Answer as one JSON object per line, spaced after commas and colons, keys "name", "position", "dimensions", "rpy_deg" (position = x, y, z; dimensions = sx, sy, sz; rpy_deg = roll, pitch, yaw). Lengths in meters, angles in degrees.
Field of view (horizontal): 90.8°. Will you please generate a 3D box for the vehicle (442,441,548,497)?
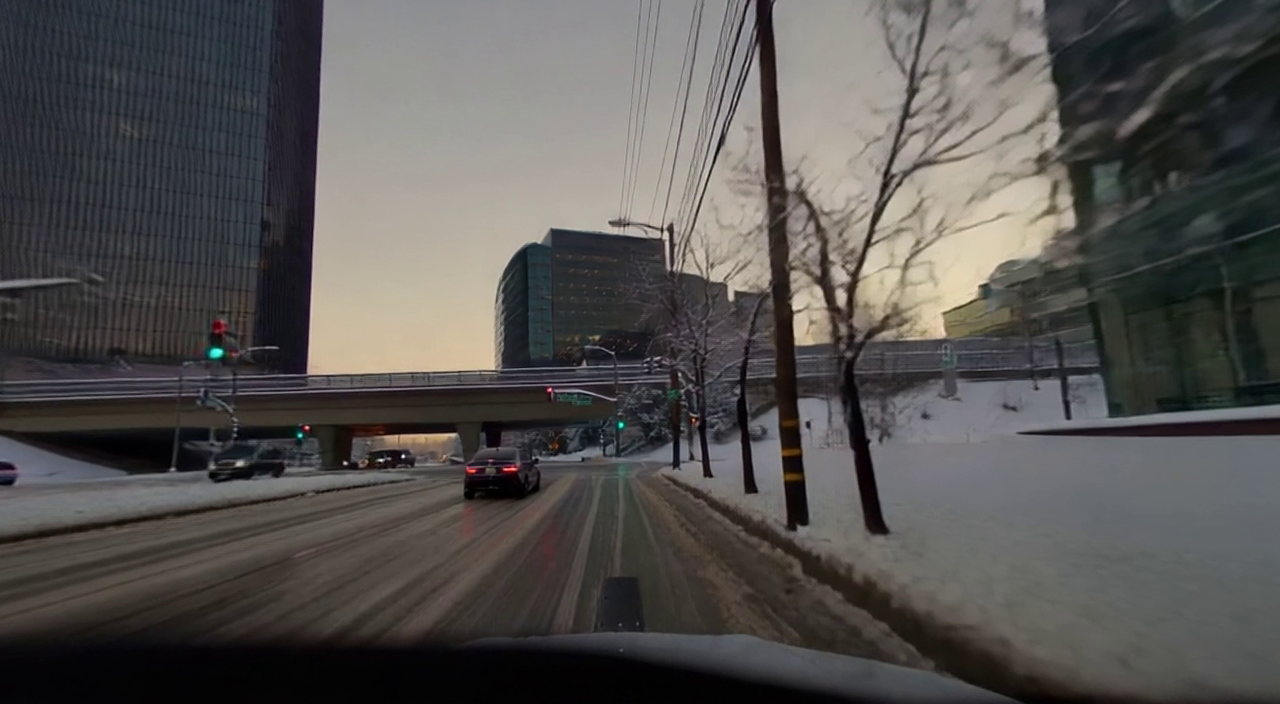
{"name": "vehicle", "position": [-4.129, 3.429, 18.867], "dimensions": [2.154, 1.465, 4.532], "rpy_deg": [0, -9, -1]}
